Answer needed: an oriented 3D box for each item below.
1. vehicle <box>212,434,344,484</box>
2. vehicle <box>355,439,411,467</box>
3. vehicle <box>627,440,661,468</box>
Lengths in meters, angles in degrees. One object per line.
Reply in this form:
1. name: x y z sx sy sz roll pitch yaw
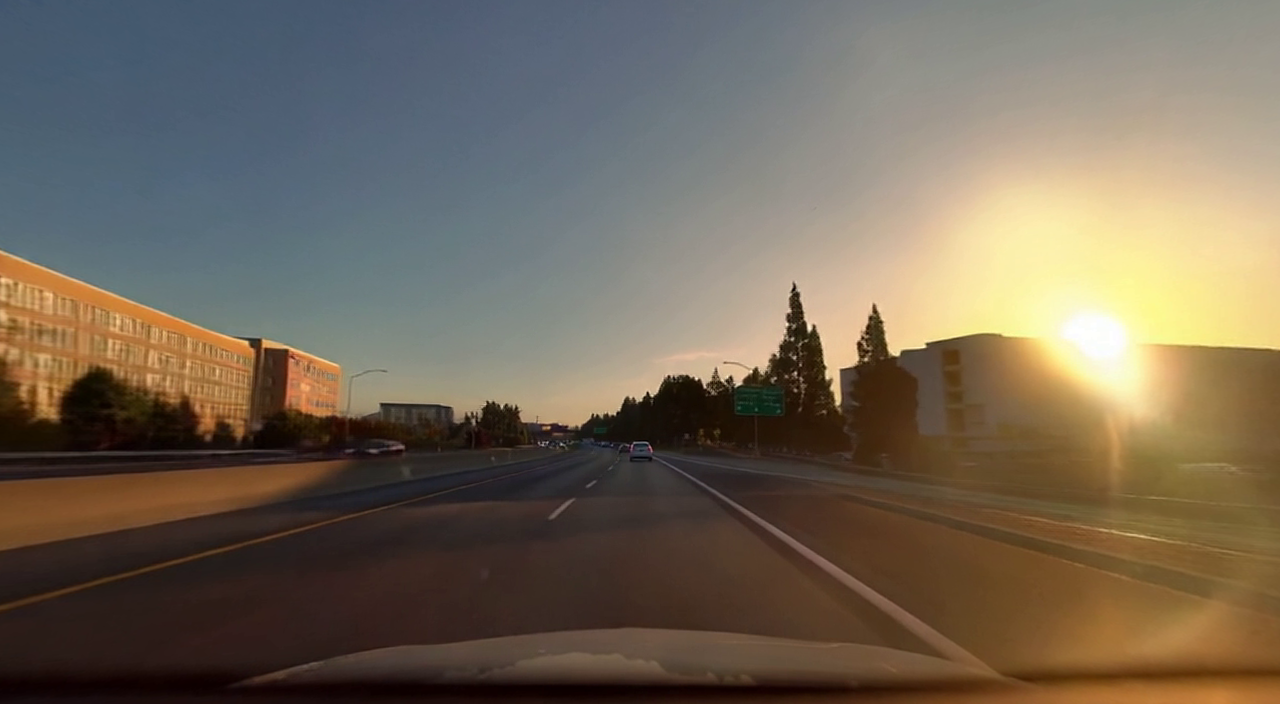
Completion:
1. vehicle: -13.535 4.007 23.891 2.175 1.683 4.737 0 -8 0
2. vehicle: -18.336 7.202 45.104 2.038 1.858 4.819 0 -8 -1
3. vehicle: 0.221 6.594 40.696 2.029 1.666 4.064 0 -8 -2
